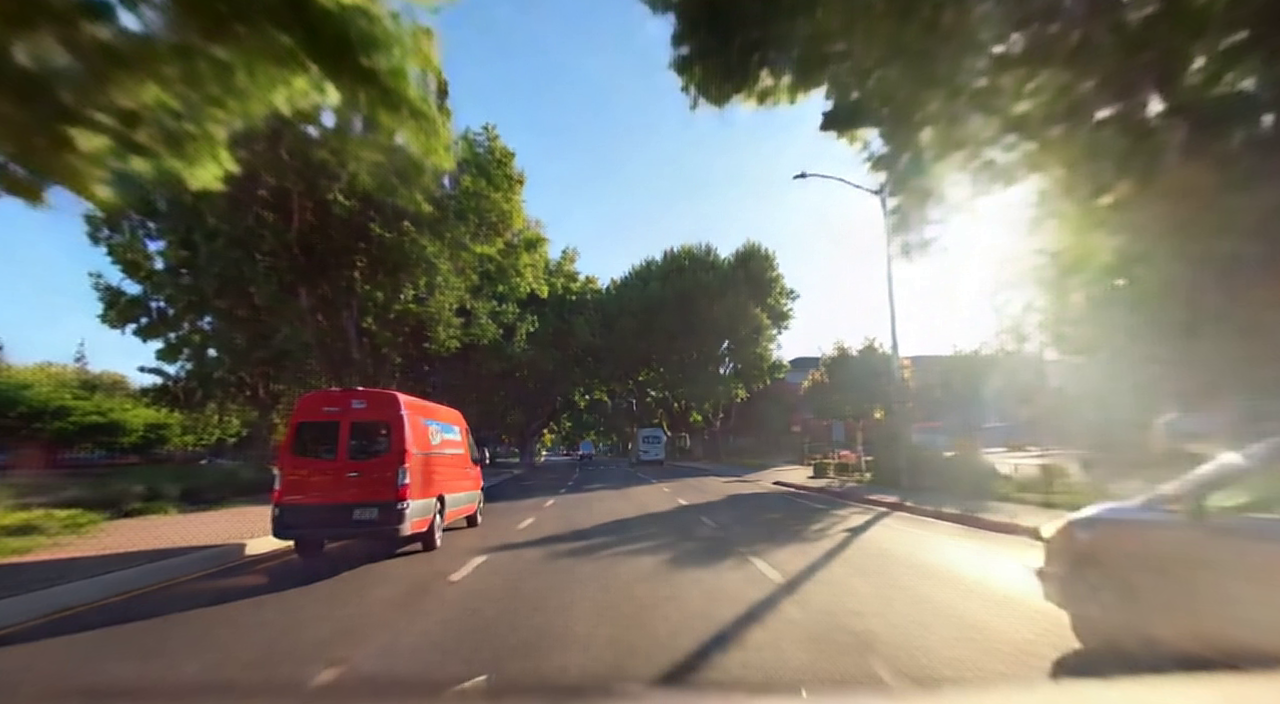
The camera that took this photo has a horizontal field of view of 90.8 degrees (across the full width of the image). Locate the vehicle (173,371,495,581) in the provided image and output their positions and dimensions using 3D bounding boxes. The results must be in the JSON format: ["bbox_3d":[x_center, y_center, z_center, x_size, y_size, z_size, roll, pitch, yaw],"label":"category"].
[{"bbox_3d":[-3.778,1.674,9.080,2.420,2.227,4.499,0,-9,-2],"label":"vehicle"}]

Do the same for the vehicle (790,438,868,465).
[{"bbox_3d":[11.838,6.280,39.790,4.117,1.627,2.086,1,-9,-6],"label":"vehicle"}]

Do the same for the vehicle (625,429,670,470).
[{"bbox_3d":[0.438,6.636,42.766,2.397,2.566,5.324,1,-9,-6],"label":"vehicle"}]

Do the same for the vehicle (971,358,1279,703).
[{"bbox_3d":[3.587,0.837,2.353,2.087,1.658,4.612,0,-9,-1],"label":"vehicle"}]
